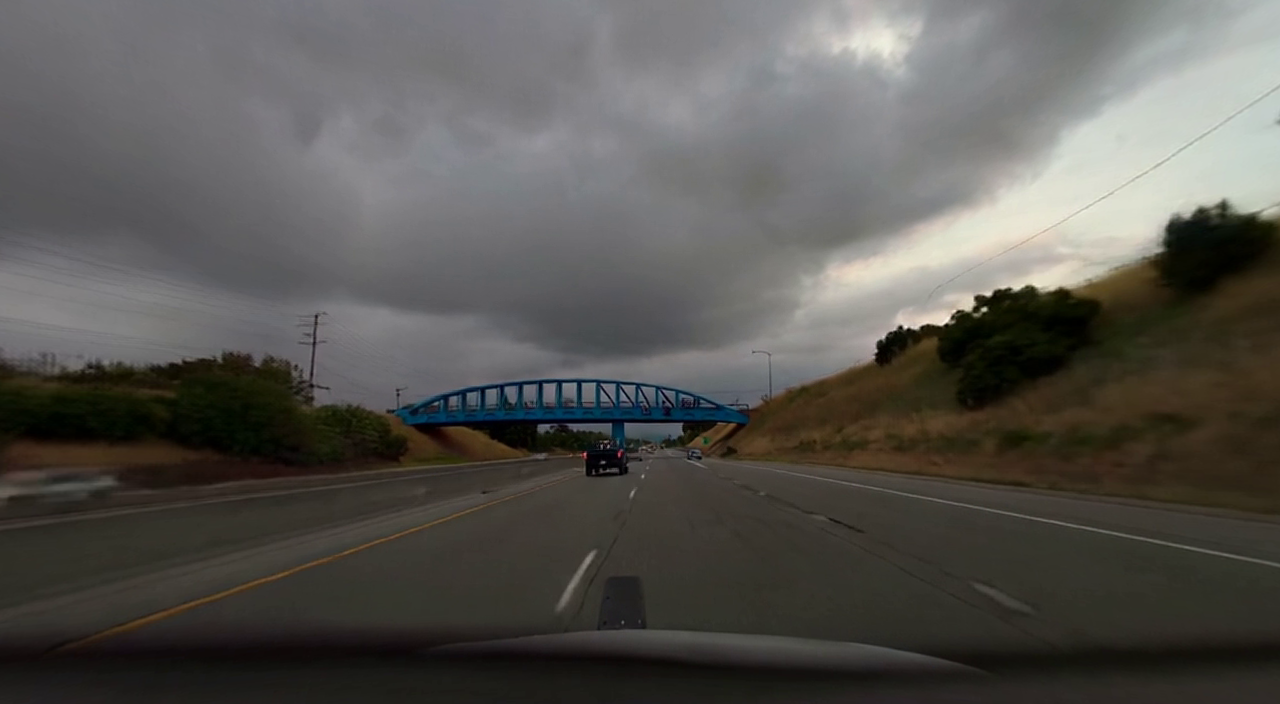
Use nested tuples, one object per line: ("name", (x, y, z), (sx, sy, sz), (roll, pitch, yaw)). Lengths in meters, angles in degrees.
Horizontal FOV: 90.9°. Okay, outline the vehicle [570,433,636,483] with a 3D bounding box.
("vehicle", (-1.474, 4.610, 27.603), (2.369, 1.948, 5.343), (0, -9, 2))
